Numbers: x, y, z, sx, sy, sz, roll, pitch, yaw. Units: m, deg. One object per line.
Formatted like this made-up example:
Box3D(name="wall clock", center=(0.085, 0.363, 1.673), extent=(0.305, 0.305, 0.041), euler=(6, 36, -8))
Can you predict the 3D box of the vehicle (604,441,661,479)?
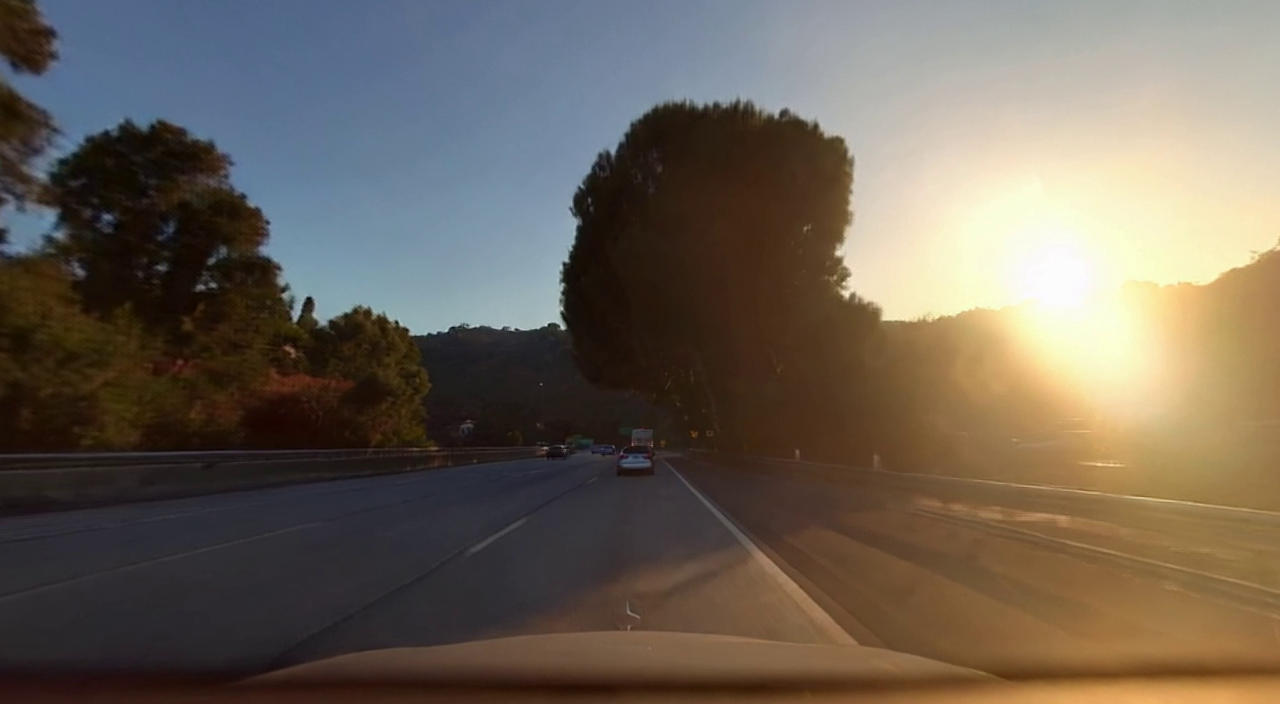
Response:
Box3D(name="vehicle", center=(-0.250, 4.544, 26.741), extent=(2.238, 1.479, 3.672), euler=(0, -9, 1))
